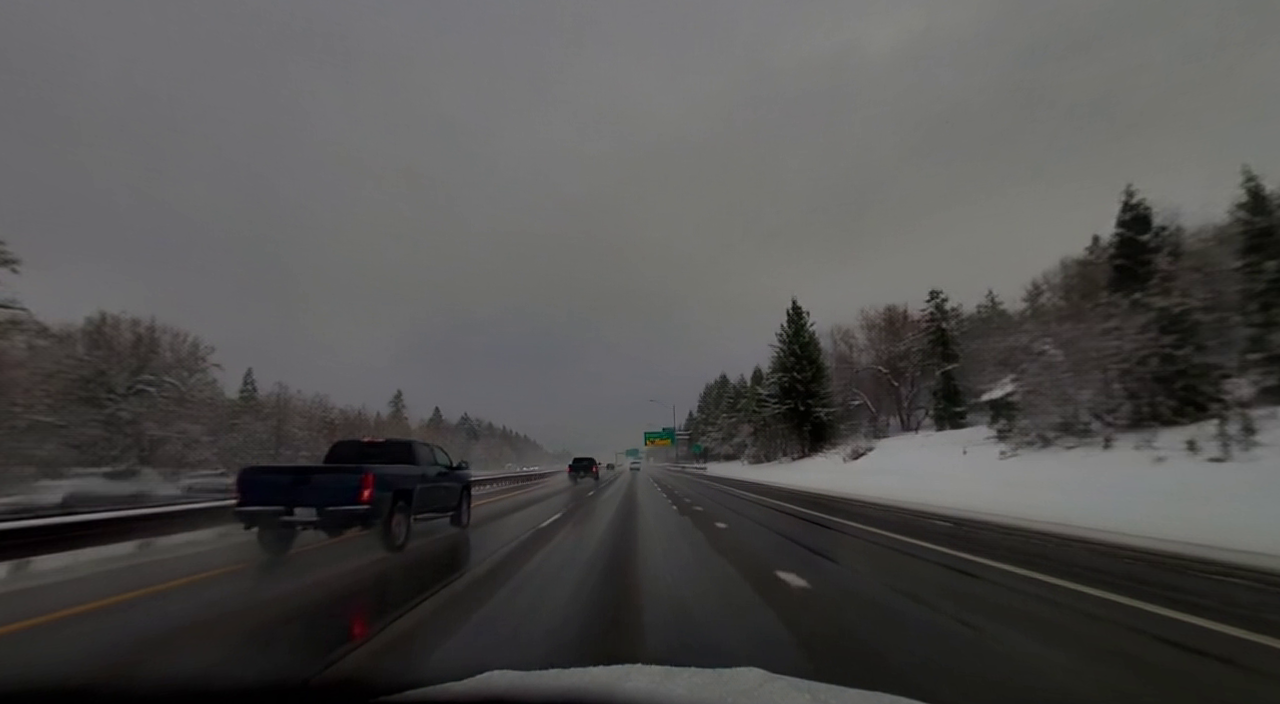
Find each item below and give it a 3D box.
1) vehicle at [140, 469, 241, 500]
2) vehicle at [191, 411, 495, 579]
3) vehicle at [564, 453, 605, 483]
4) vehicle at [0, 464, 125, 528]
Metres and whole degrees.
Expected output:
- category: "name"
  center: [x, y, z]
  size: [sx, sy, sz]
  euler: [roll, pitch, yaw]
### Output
- category: "vehicle"
  center: [-23.669, 6.974, 33.435]
  size: [1.868, 1.442, 4.620]
  euler: [1, -10, 1]
- category: "vehicle"
  center: [-3.950, 2.074, 9.686]
  size: [2.272, 1.873, 4.832]
  euler: [1, -10, 0]
- category: "vehicle"
  center: [-3.741, 7.999, 43.540]
  size: [2.390, 1.879, 4.423]
  euler: [1, -10, 0]
- category: "vehicle"
  center: [-15.916, 3.608, 16.090]
  size: [1.937, 1.471, 4.160]
  euler: [1, -10, 0]
